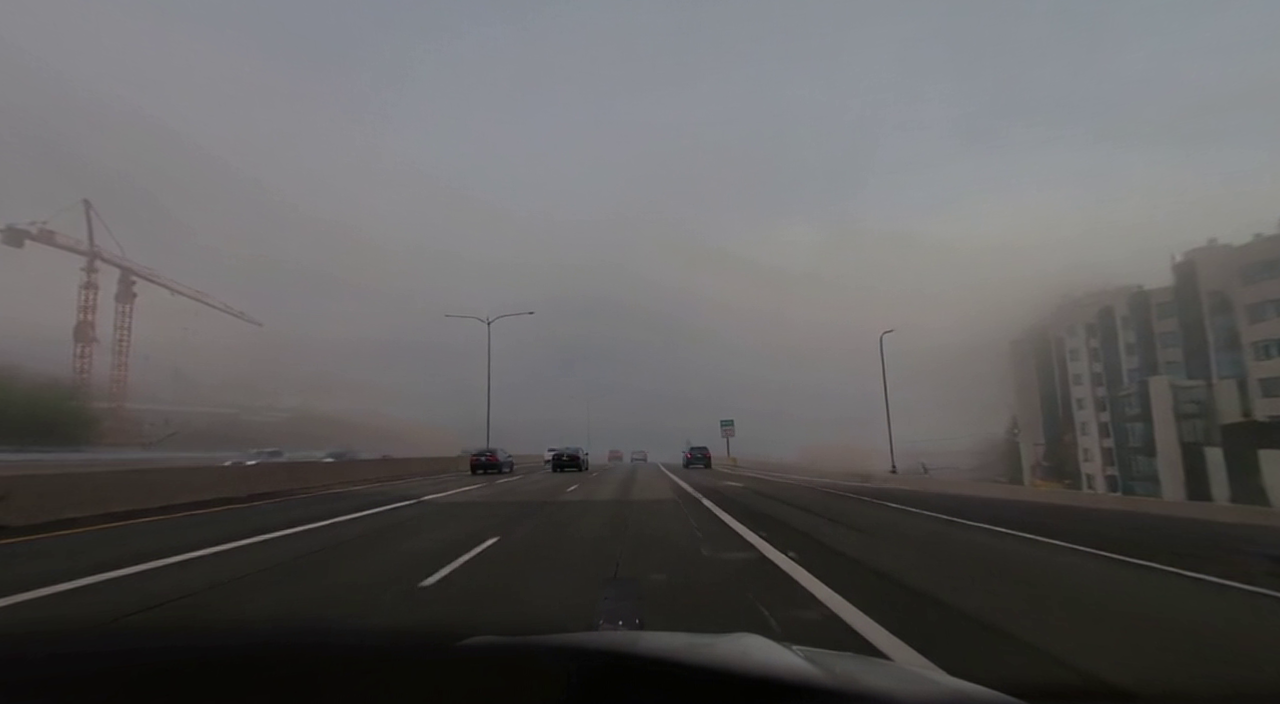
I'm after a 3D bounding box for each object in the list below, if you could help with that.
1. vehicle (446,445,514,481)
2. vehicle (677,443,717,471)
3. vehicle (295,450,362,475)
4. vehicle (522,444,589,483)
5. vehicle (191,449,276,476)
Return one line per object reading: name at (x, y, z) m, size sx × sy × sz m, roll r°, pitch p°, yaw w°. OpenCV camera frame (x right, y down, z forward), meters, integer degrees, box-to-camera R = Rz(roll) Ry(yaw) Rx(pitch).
vehicle at (-7.267, 5.050, 29.061) m, size 1.951 × 1.528 × 4.209 m, roll 0°, pitch -8°, yaw 1°
vehicle at (3.346, 6.232, 37.730) m, size 1.978 × 1.602 × 4.092 m, roll 0°, pitch -8°, yaw 0°
vehicle at (-19.883, 7.024, 40.523) m, size 1.844 × 1.454 × 4.593 m, roll -1°, pitch -8°, yaw 2°
vehicle at (-3.492, 4.685, 26.918) m, size 2.136 × 1.512 × 4.488 m, roll 0°, pitch -8°, yaw 1°
vehicle at (-24.310, 6.604, 38.030) m, size 1.959 × 1.516 × 4.704 m, roll 0°, pitch -9°, yaw 1°
